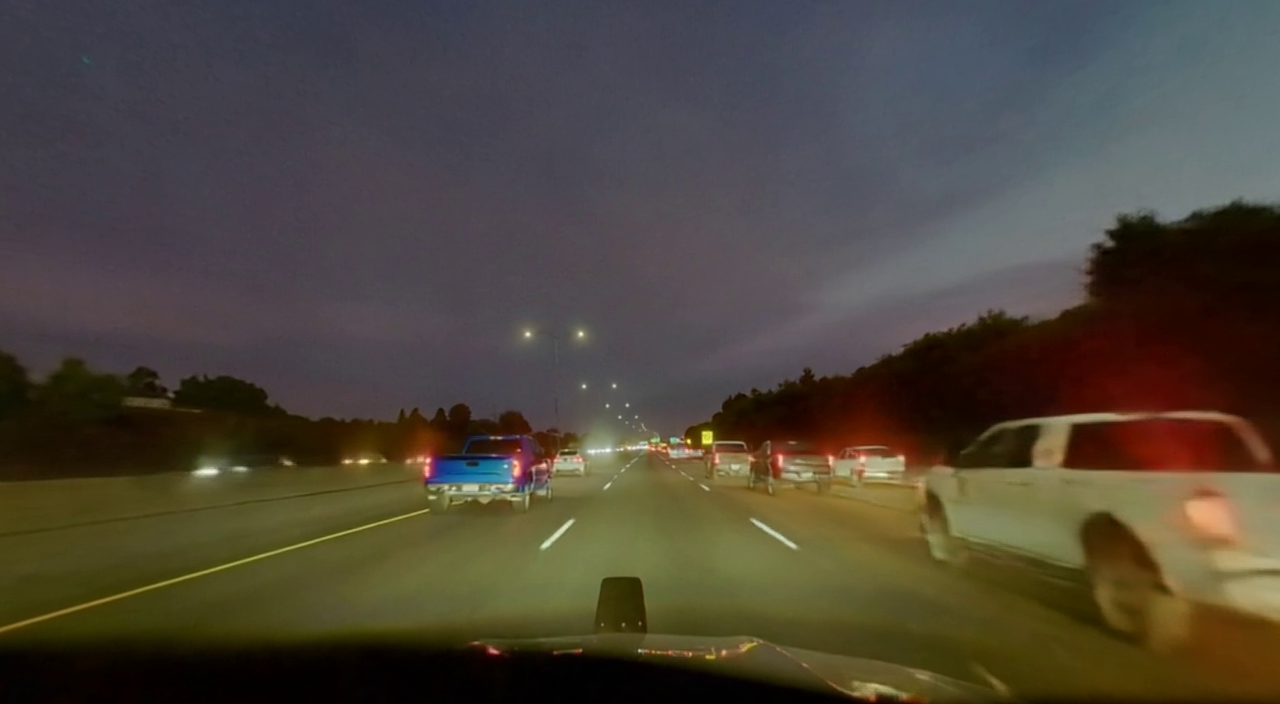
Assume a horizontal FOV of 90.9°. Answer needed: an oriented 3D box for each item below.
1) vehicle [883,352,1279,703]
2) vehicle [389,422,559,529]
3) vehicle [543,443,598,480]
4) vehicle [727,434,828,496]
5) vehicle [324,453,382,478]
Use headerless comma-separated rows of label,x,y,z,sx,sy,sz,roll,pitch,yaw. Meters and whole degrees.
vehicle,3.910,1.190,4.888,2.144,1.752,4.765,0,-8,0
vehicle,-3.085,2.415,12.973,2.139,1.764,4.707,-1,-8,1
vehicle,-3.197,5.142,30.029,1.974,1.589,5.047,-1,-8,1
vehicle,4.085,3.436,19.659,2.023,1.670,4.869,0,-8,-1
vehicle,-19.219,7.579,42.453,1.849,1.503,4.328,0,-8,0
